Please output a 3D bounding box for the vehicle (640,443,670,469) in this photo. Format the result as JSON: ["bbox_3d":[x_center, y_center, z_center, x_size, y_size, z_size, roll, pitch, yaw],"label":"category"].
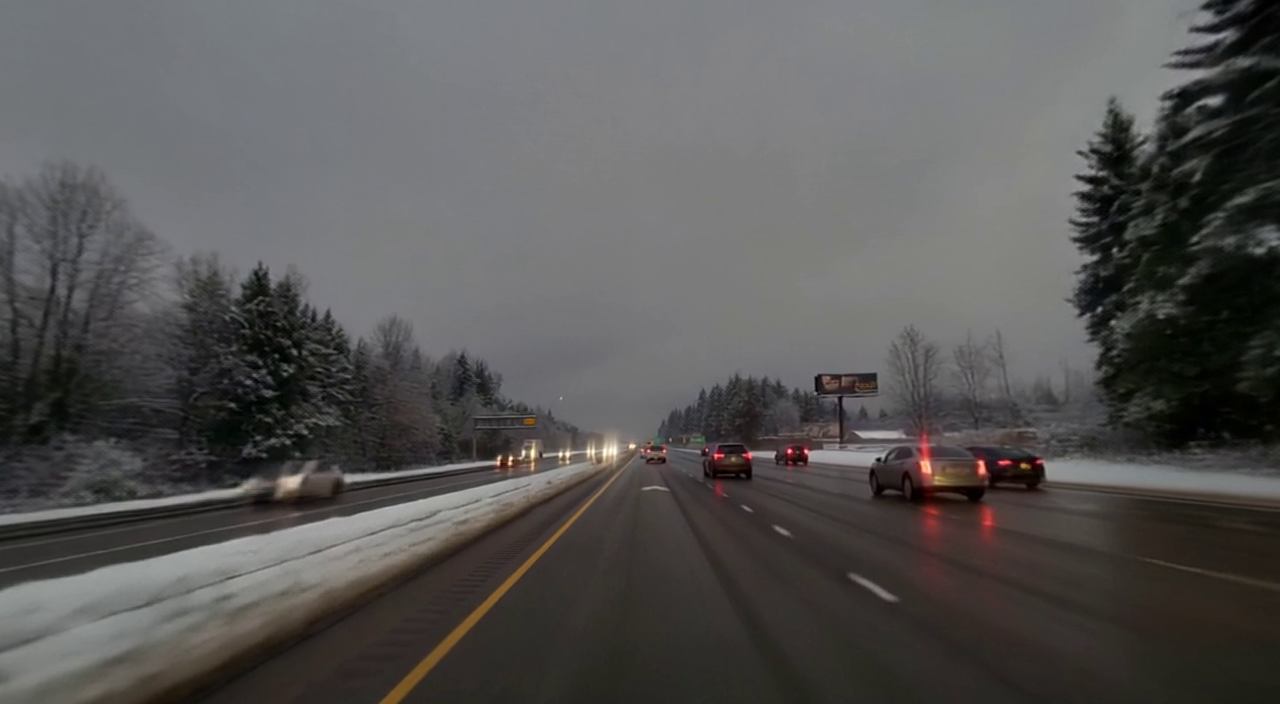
[{"bbox_3d":[1.043,7.731,47.233,2.145,1.832,4.004,0,-8,0],"label":"vehicle"}]

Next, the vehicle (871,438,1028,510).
[{"bbox_3d":[7.615,3.005,16.103,1.807,1.558,4.352,0,-8,0],"label":"vehicle"}]

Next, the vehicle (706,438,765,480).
[{"bbox_3d":[4.526,5.149,30.639,2.075,1.845,4.667,0,-8,-1],"label":"vehicle"}]

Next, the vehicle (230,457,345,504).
[{"bbox_3d":[-13.903,5.058,25.256,1.890,1.559,4.509,-1,-8,2],"label":"vehicle"}]

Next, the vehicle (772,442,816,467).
[{"bbox_3d":[11.519,7.663,47.465,2.028,1.801,4.503,0,-8,-1],"label":"vehicle"}]
